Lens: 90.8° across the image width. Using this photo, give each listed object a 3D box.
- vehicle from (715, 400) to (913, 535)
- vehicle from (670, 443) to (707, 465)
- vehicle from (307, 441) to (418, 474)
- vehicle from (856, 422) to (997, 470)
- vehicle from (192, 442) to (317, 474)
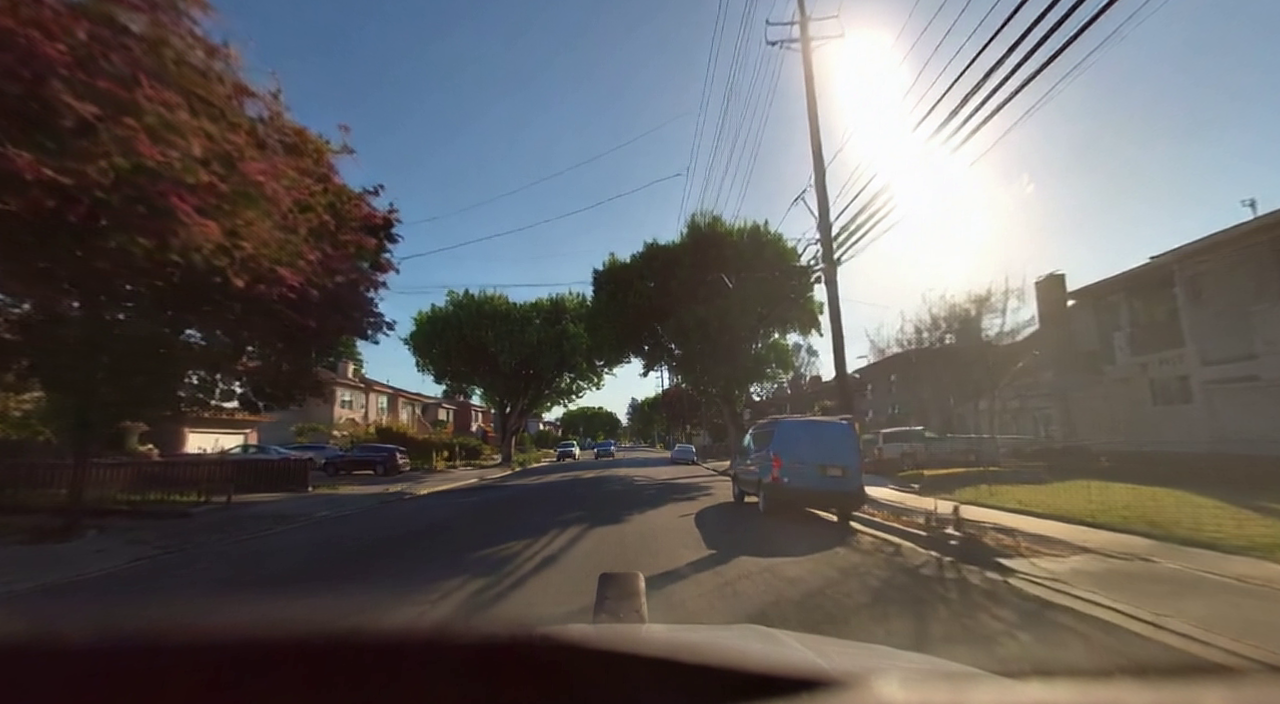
[{"bbox_3d":[2.994,2.166,12.376,2.311,2.069,5.156,0,-9,-1],"label":"vehicle"},{"bbox_3d":[3.294,7.049,43.797,1.944,1.439,4.500,1,-9,-4],"label":"vehicle"},{"bbox_3d":[-13.260,5.060,30.406,4.443,1.475,1.932,0,-9,-1],"label":"vehicle"},{"bbox_3d":[11.155,3.711,24.861,4.602,1.799,1.859,0,-9,0],"label":"vehicle"},{"bbox_3d":[-18.382,5.051,30.284,4.615,1.482,2.073,0,-8,1],"label":"vehicle"}]
